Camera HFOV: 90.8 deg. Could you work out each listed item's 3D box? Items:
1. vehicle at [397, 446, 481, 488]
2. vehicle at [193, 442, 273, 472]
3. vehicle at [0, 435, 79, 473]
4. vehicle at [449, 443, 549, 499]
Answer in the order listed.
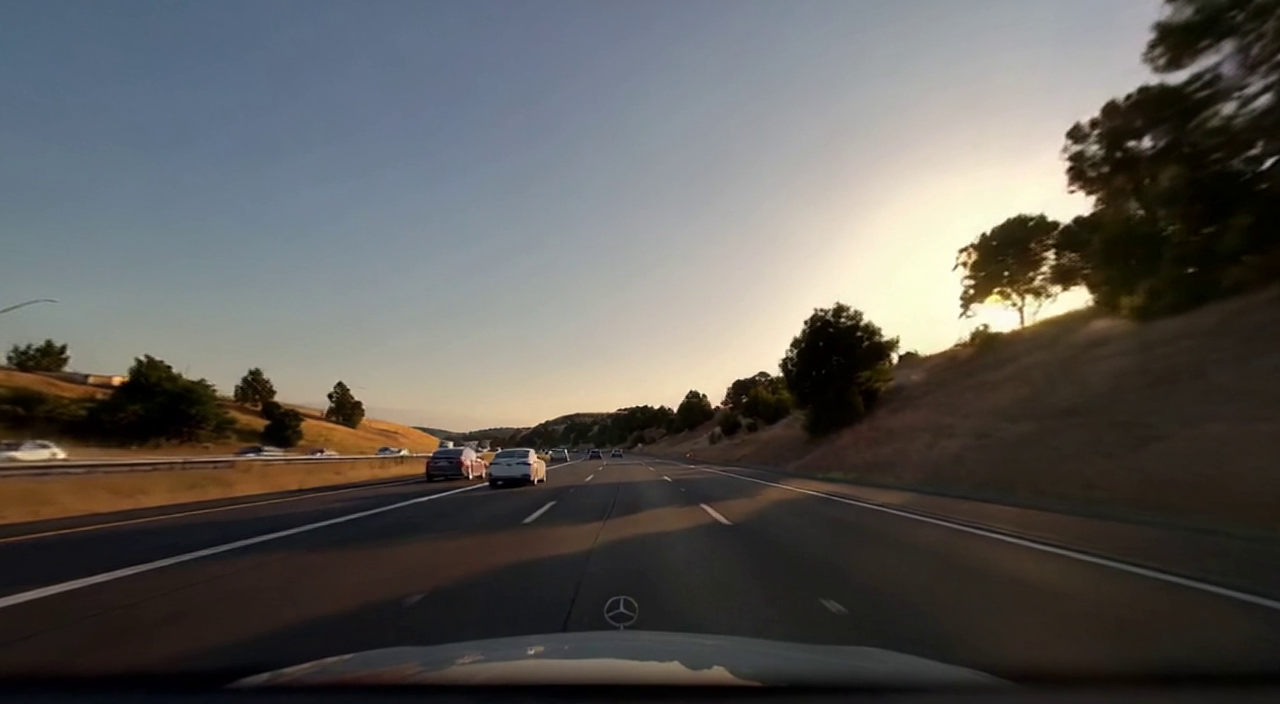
[{"bbox_3d":[-7.916,4.554,25.297,2.023,1.519,4.150,0,-9,0],"label":"vehicle"},{"bbox_3d":[-25.306,6.532,39.501,1.938,1.683,4.633,0,-9,-1],"label":"vehicle"},{"bbox_3d":[-36.899,5.950,36.860,2.643,2.131,6.261,0,-9,-1],"label":"vehicle"},{"bbox_3d":[-4.192,3.622,19.636,2.073,1.516,4.478,0,-9,0],"label":"vehicle"}]
